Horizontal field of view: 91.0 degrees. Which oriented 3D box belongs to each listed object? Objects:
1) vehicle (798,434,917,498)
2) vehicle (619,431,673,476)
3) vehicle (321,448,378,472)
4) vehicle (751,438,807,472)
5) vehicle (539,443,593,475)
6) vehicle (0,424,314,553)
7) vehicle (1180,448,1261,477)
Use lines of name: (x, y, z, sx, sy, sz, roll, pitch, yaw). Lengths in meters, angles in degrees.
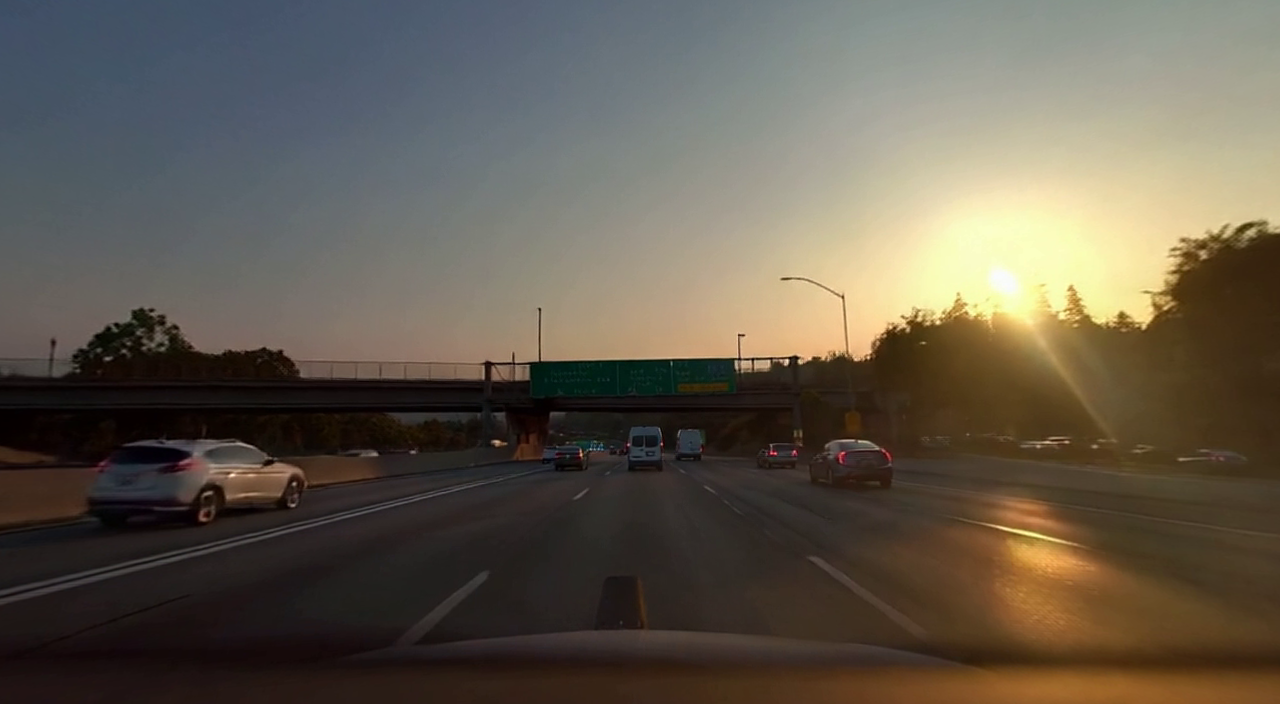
vehicle: (6.360, 3.374, 19.071, 2.146, 1.678, 4.489, 0, -9, 2)
vehicle: (0.313, 5.105, 31.866, 2.509, 2.062, 4.639, 0, -9, 1)
vehicle: (-18.957, 7.049, 41.248, 1.843, 1.487, 3.747, 0, -9, 2)
vehicle: (8.008, 5.977, 36.843, 2.147, 1.808, 5.243, 0, -9, 0)
vehicle: (-3.732, 5.487, 32.596, 2.173, 1.542, 4.781, 0, -9, 1)
vehicle: (-7.658, 2.087, 10.379, 2.108, 1.619, 4.548, 0, -9, 0)
vehicle: (37.981, 7.180, 41.336, 2.039, 1.718, 4.674, -3, -9, 18)
